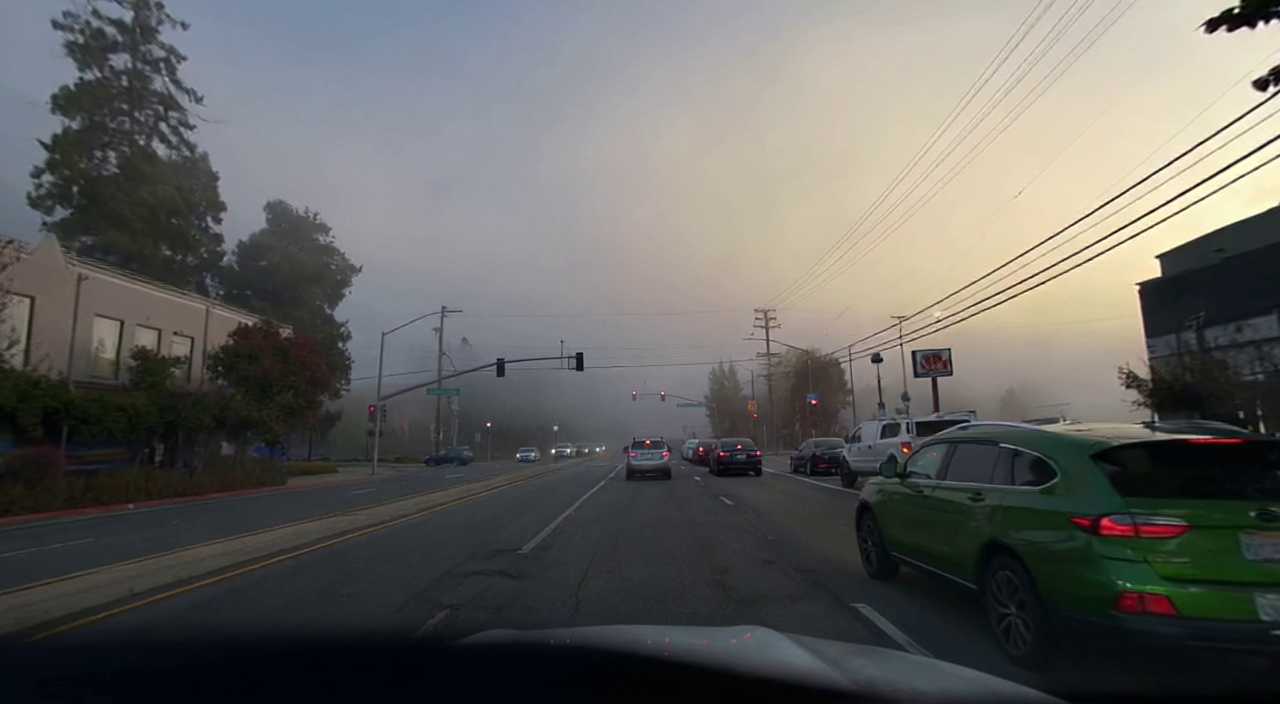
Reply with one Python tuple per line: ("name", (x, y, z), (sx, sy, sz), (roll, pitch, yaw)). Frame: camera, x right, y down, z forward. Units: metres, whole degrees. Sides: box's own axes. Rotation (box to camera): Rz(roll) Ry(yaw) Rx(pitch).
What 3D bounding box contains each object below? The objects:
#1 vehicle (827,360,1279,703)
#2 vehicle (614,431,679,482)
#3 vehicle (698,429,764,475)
("vehicle", (3.082, 1.153, 4.800), (1.998, 1.620, 4.267), (0, -9, 0))
("vehicle", (0.226, 3.760, 22.964), (2.149, 1.668, 3.962), (0, -9, 0))
("vehicle", (3.800, 4.301, 27.241), (2.060, 1.789, 4.712), (0, -9, -1))
